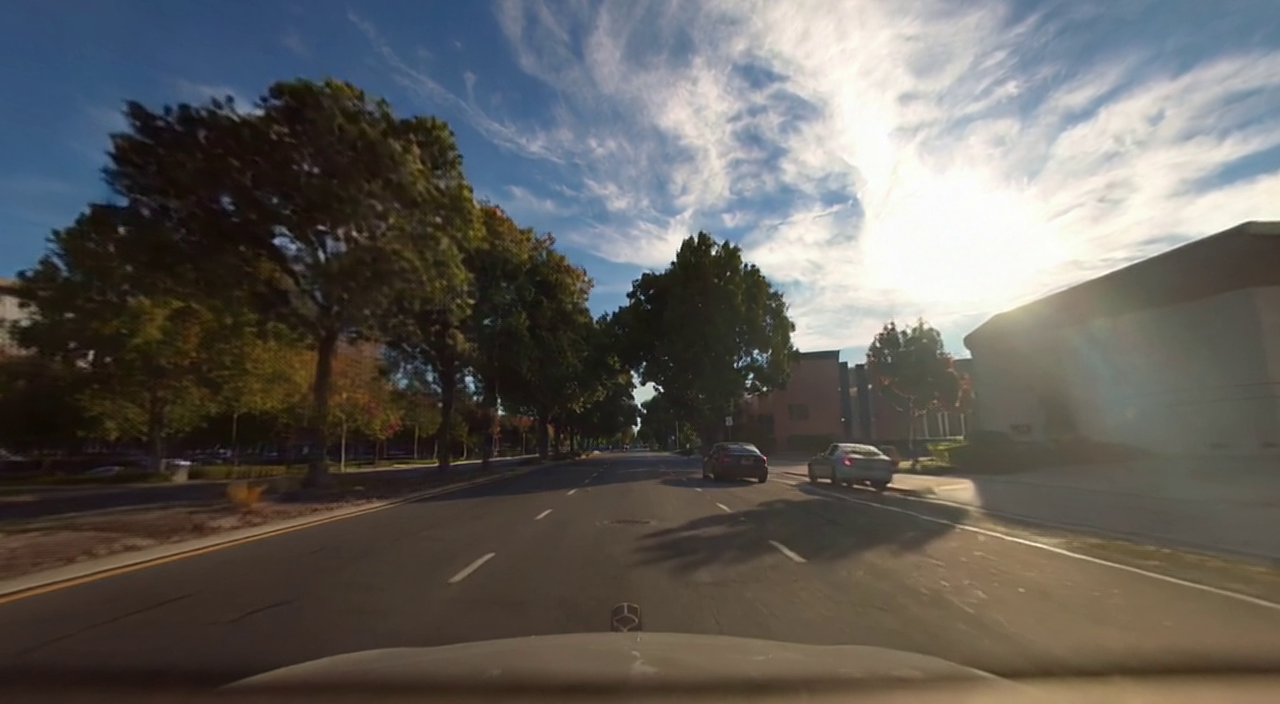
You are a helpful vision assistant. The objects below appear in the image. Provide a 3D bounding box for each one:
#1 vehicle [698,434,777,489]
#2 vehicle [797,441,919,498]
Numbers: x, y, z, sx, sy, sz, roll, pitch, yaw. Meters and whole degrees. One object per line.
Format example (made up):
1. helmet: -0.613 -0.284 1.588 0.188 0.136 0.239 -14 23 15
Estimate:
1. vehicle: 3.385 3.890 22.800 2.083 1.743 4.354 0 -8 -1
2. vehicle: 6.725 3.629 20.170 1.918 1.544 4.871 0 -8 -3
